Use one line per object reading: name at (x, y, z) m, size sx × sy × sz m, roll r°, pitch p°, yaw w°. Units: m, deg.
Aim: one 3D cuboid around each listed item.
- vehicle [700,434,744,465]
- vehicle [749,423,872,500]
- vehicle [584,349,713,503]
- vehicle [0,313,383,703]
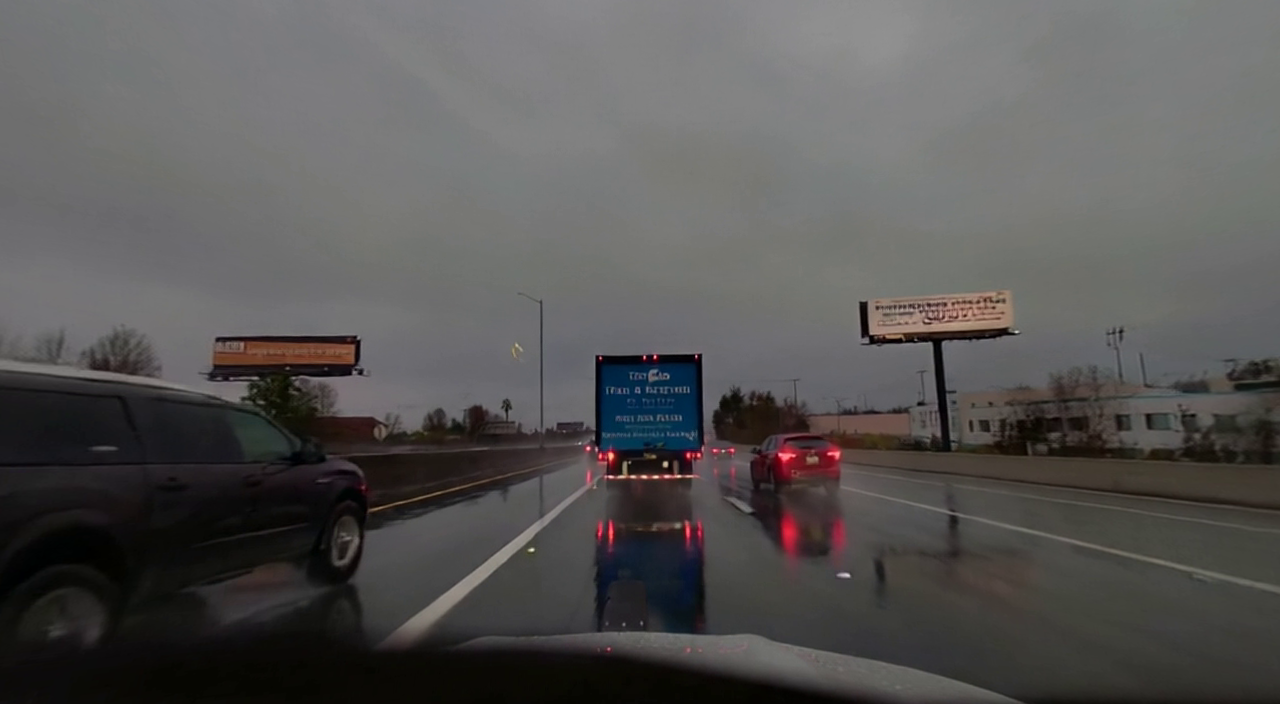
vehicle at (4.841, 5.822, 37.901) m, size 2.066 × 1.692 × 4.339 m, roll 0°, pitch -8°, yaw 0°
vehicle at (4.222, 2.769, 16.403) m, size 1.986 × 1.718 × 4.296 m, roll 0°, pitch -8°, yaw 0°
vehicle at (0.288, 2.178, 17.850) m, size 2.733 × 3.296 × 8.571 m, roll 0°, pitch -8°, yaw 2°
vehicle at (-3.482, 0.944, 3.618) m, size 2.133 × 1.808 × 4.349 m, roll 0°, pitch -8°, yaw 0°
